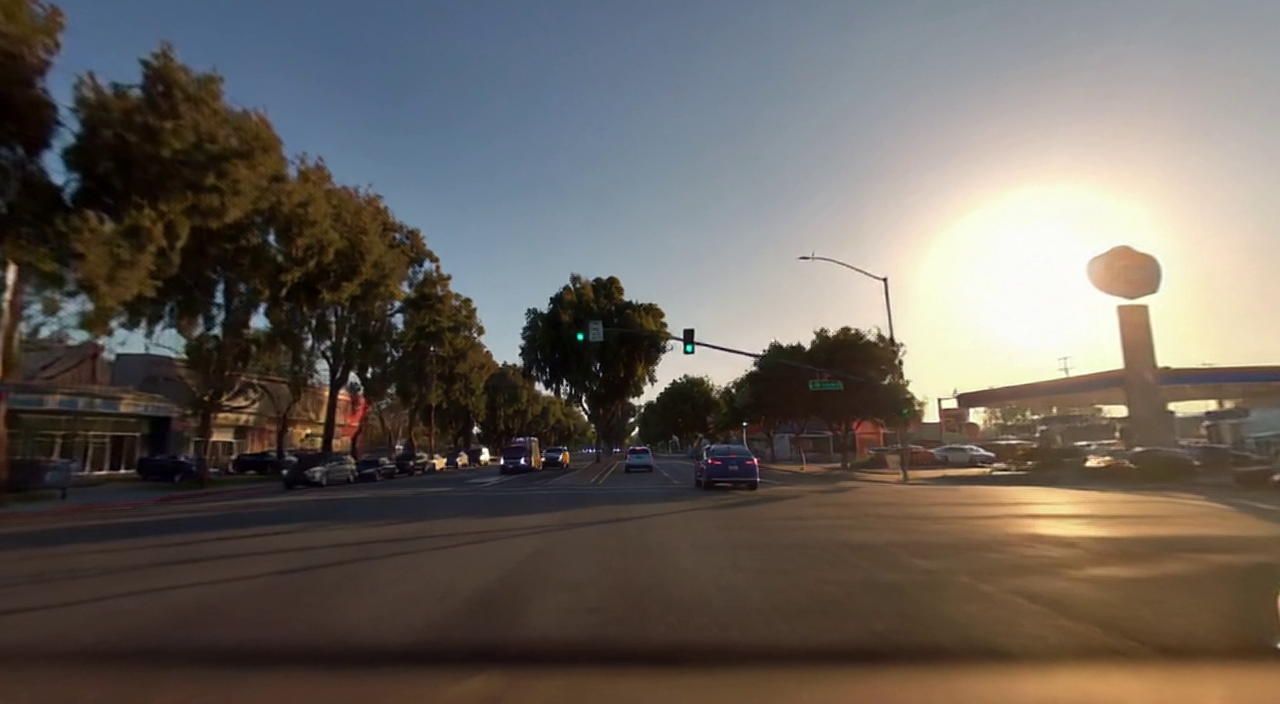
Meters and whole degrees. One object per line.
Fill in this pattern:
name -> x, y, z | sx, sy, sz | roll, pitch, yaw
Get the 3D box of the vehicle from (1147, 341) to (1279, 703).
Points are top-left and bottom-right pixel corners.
vehicle -> 3.458, 0.491, 0.375 | 2.117, 1.689, 5.113 | 0, -9, 1

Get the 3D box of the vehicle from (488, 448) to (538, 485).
vehicle -> -5.691, 5.141, 28.770 | 1.972, 1.466, 4.493 | 2, -8, -8

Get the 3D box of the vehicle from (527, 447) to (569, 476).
vehicle -> -5.429, 6.497, 37.770 | 1.953, 1.526, 4.349 | 0, -8, -2

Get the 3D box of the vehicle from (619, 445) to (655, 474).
vehicle -> -0.238, 6.424, 37.944 | 2.029, 1.605, 3.827 | 0, -9, -2

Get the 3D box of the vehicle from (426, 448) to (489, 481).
vehicle -> -9.274, 5.764, 32.535 | 2.165, 1.557, 4.515 | 0, -9, -4

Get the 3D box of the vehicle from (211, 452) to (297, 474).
vehicle -> -29.706, 8.555, 48.678 | 5.442, 1.645, 1.919 | -1, -9, 4

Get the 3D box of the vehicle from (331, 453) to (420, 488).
vehicle -> -12.691, 5.704, 30.767 | 2.186, 1.532, 5.087 | 0, -9, -1

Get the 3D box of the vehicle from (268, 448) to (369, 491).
vehicle -> -15.927, 5.794, 31.736 | 2.191, 1.926, 5.787 | 0, -9, -2

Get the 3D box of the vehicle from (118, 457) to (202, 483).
vehicle -> -28.622, 7.017, 37.737 | 3.640, 1.462, 1.660 | -1, -9, 1

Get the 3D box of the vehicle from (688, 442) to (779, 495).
vehicle -> 2.860, 3.695, 20.427 | 2.061, 1.487, 4.462 | 0, -9, -2

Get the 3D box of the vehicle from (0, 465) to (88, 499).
vehicle -> -28.788, 5.995, 29.316 | 4.323, 1.445, 2.002 | 1, -9, -2
